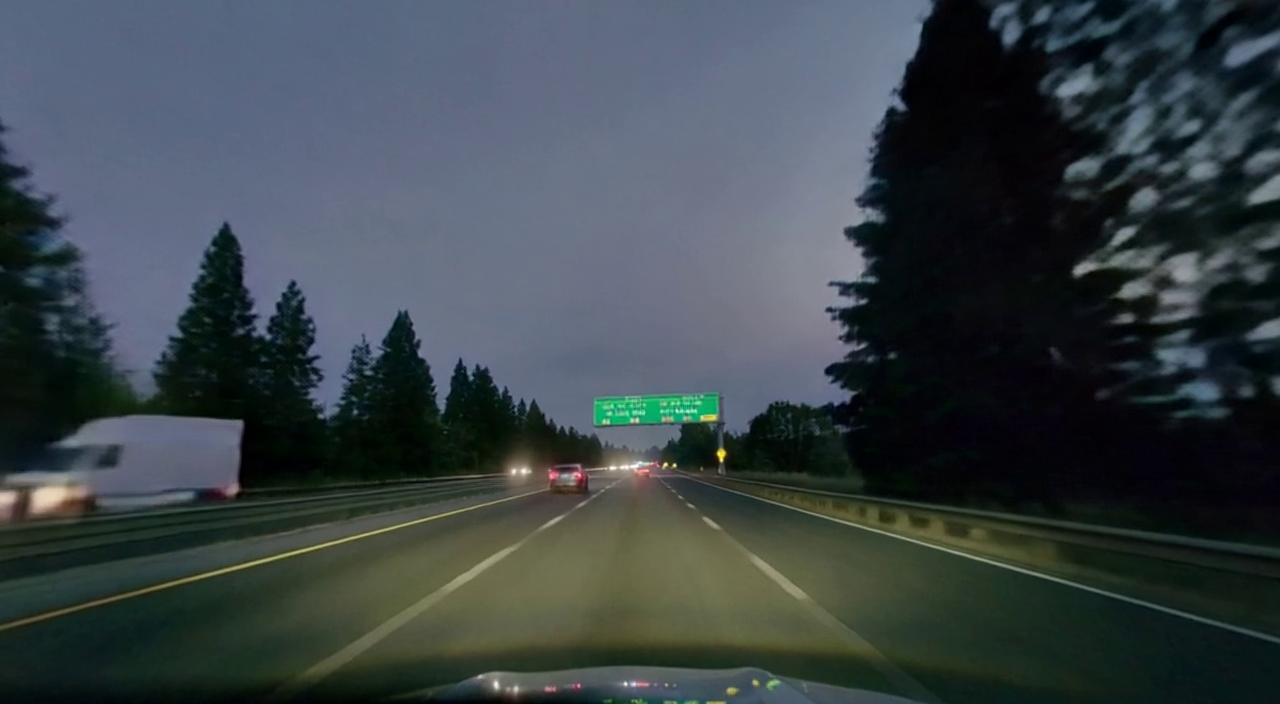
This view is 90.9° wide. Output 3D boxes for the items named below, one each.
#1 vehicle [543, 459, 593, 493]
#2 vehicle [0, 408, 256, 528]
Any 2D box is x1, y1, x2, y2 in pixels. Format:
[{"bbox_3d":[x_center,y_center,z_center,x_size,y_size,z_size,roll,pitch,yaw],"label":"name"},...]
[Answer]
[{"bbox_3d":[-3.701,6.492,33.132,2.081,1.586,4.245,0,-10,1],"label":"vehicle"},{"bbox_3d":[-17.452,4.079,22.307,2.776,3.469,7.357,0,-10,1],"label":"vehicle"}]
